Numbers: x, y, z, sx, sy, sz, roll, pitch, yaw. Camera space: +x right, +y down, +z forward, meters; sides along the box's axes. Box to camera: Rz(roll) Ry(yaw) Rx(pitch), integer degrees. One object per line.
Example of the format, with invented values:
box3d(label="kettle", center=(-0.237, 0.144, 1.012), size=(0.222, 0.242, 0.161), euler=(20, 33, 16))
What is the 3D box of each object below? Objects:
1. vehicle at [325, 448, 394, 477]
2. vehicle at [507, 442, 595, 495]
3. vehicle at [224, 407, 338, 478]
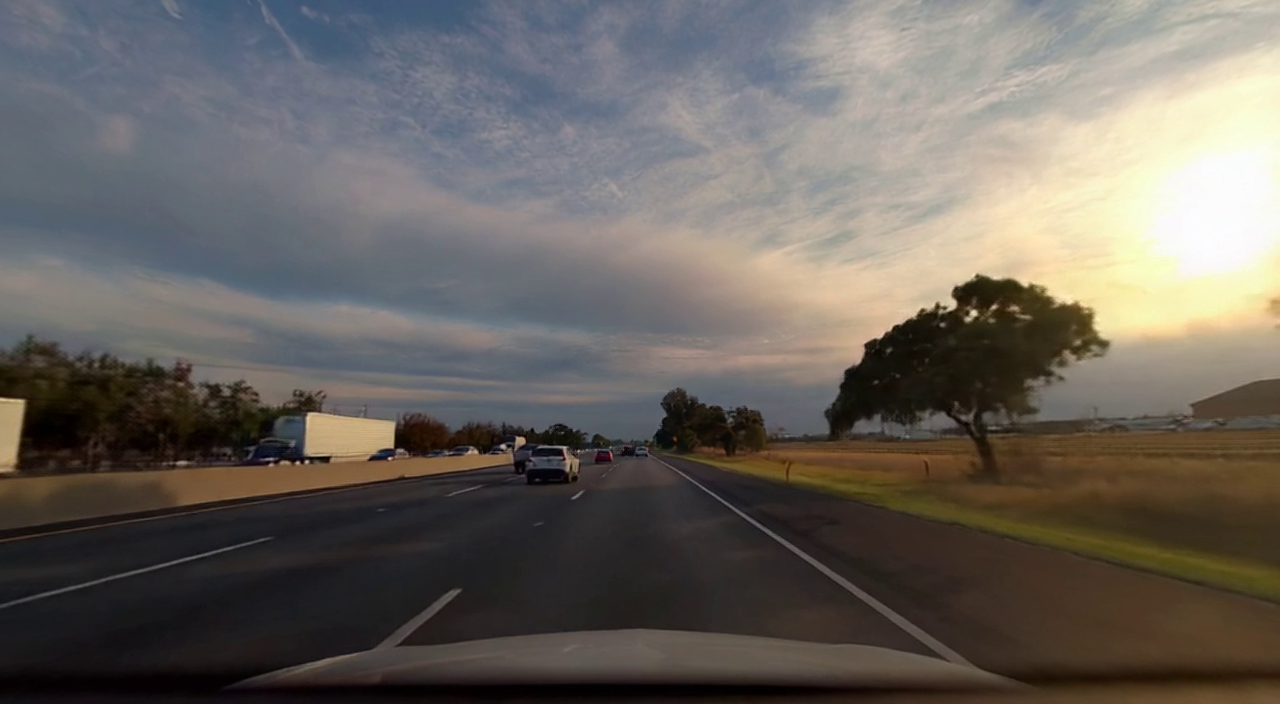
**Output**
box3d(label="vehicle", center=(-15.572, 6.107, 35.231), size=(1.904, 1.501, 4.158), euler=(0, -9, 0))
box3d(label="vehicle", center=(-2.718, 3.689, 20.309), size=(2.110, 1.500, 4.259), euler=(0, -9, 2))
box3d(label="vehicle", center=(-22.945, 5.895, 40.867), size=(3.289, 4.194, 6.586), euler=(0, -9, 0))
